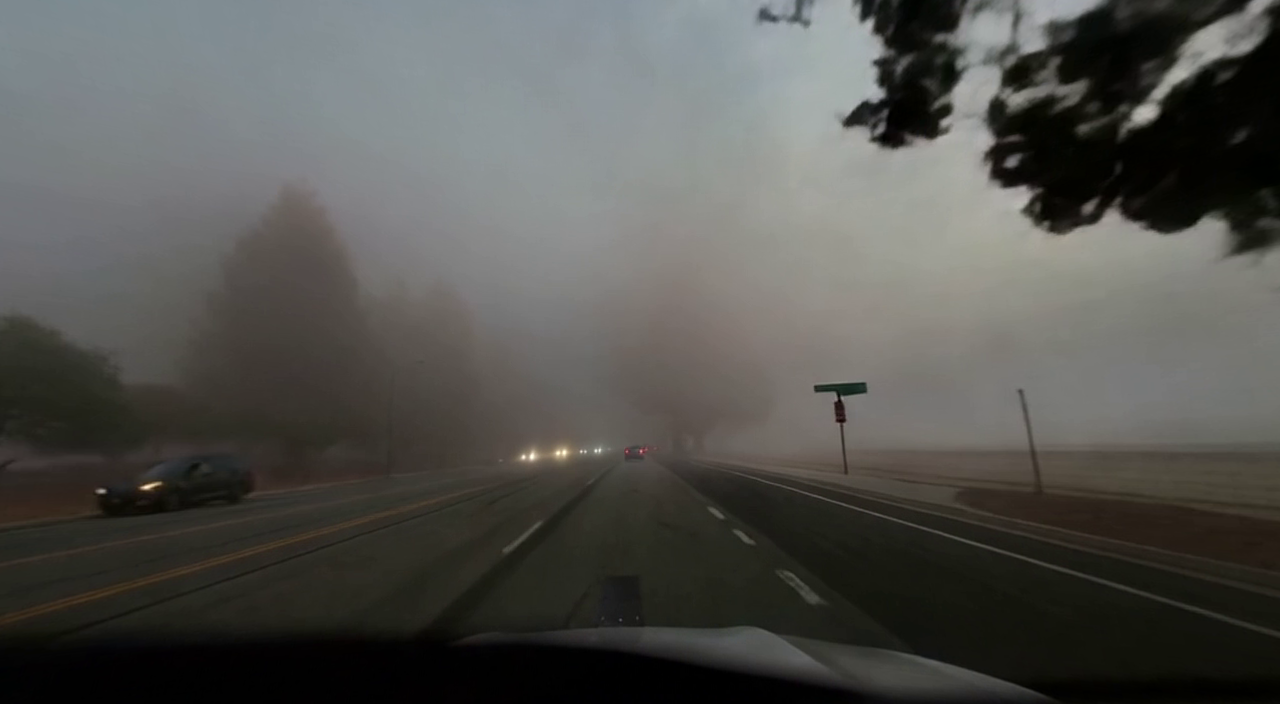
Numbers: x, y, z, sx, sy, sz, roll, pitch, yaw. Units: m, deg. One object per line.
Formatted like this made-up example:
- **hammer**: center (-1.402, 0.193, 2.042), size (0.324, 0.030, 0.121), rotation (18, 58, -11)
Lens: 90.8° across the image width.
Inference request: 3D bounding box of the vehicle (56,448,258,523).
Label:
- **vehicle**: center (-14.589, 3.982, 19.665), size (2.055, 1.742, 5.503), rotation (-4, -7, -1)
